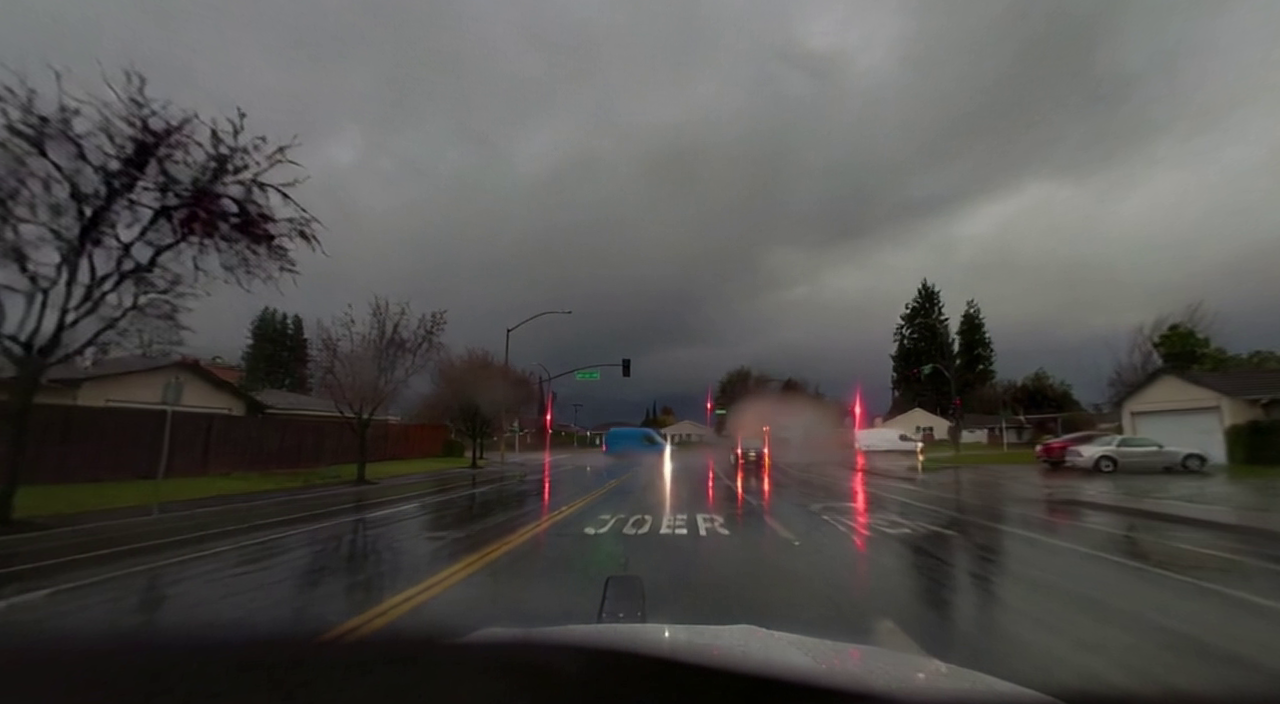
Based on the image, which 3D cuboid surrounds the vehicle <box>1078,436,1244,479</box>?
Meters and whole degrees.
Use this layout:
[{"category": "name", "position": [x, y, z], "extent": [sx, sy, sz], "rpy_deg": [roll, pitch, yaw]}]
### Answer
[{"category": "vehicle", "position": [18.356, 3.728, 22.451], "extent": [4.104, 1.449, 1.896], "rpy_deg": [-1, -8, 3]}]

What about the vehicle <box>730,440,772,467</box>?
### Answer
[{"category": "vehicle", "position": [6.474, 5.958, 37.214], "extent": [1.947, 1.485, 4.336], "rpy_deg": [-1, -8, 4]}]
